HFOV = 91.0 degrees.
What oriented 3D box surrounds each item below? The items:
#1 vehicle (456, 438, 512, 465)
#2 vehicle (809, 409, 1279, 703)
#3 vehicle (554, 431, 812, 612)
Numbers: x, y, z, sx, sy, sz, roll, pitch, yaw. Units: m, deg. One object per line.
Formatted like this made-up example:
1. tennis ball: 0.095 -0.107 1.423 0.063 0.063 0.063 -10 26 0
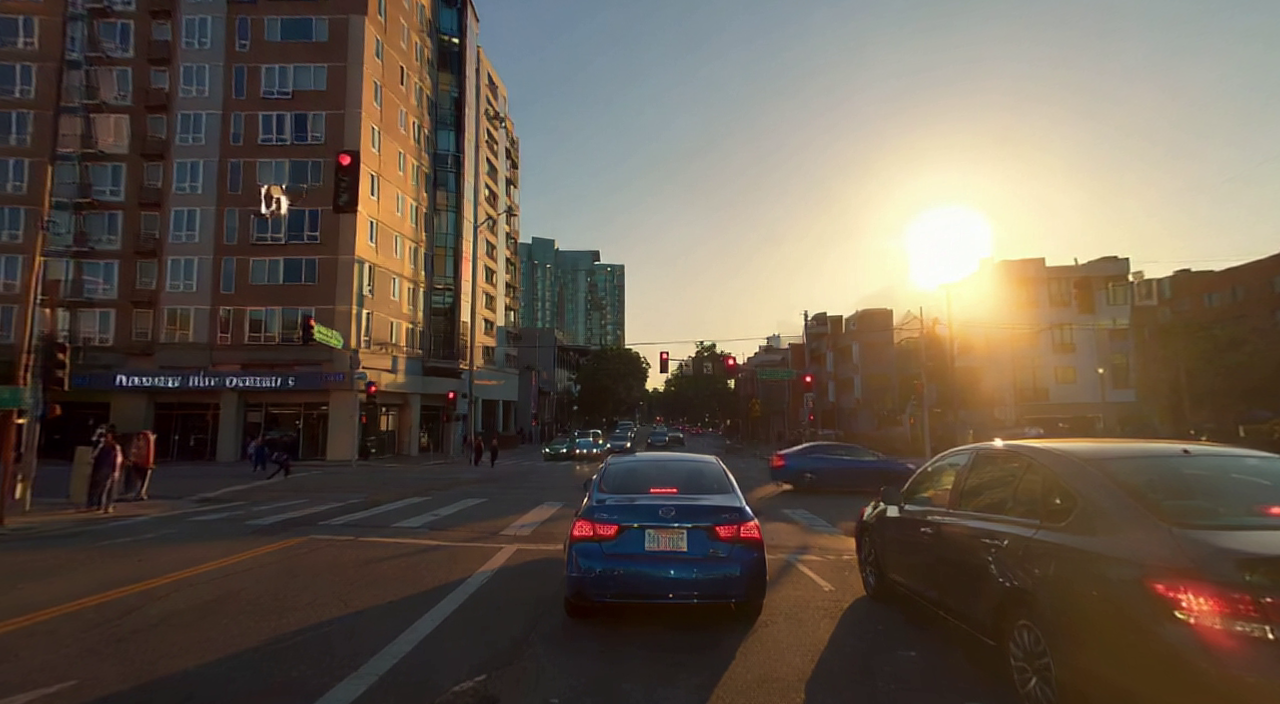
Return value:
1. vehicle: -9.861 6.327 40.143 2.030 1.596 3.912 -1 -9 9
2. vehicle: 2.814 1.287 4.560 1.961 1.498 4.356 0 -8 0
3. vehicle: 0.280 1.695 7.291 2.132 1.464 4.089 0 -8 -2
